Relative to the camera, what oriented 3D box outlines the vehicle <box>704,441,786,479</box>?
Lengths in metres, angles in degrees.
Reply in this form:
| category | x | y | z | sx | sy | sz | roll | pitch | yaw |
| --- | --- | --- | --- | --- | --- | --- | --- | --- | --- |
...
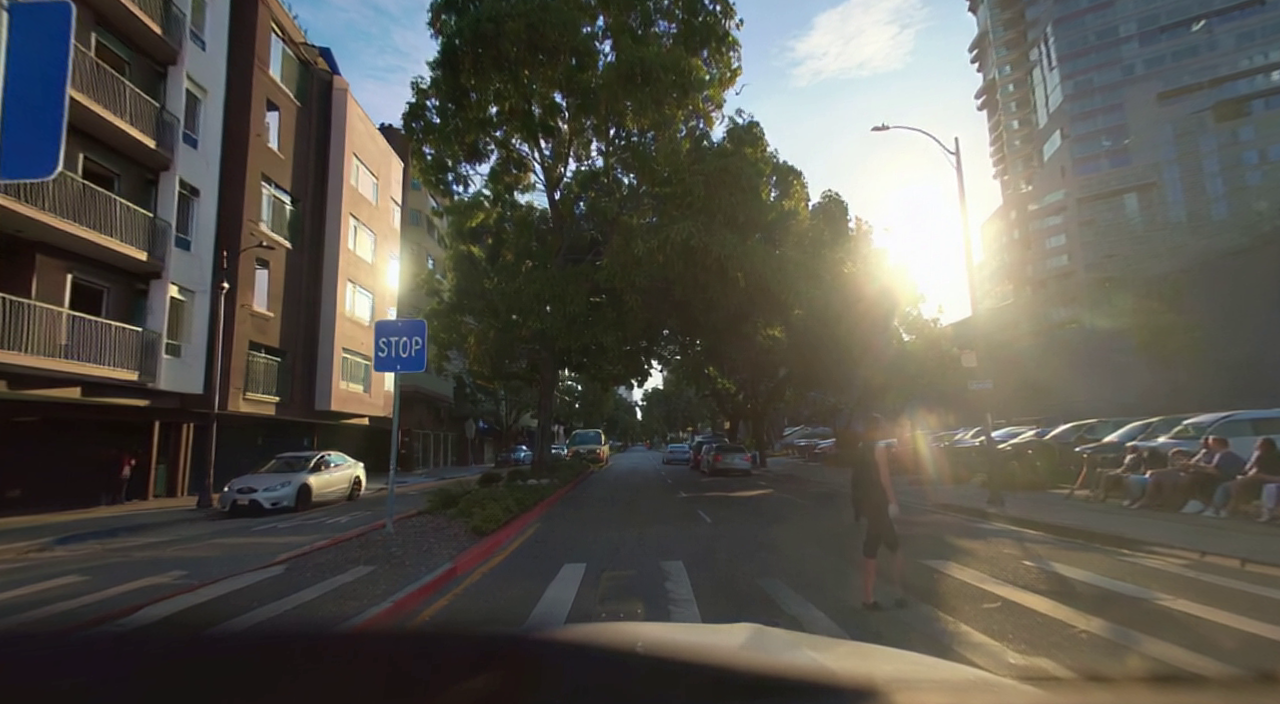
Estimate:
| category | x | y | z | sx | sy | sz | roll | pitch | yaw |
| --- | --- | --- | --- | --- | --- | --- | --- | --- | --- |
| vehicle | 4.585 | 4.581 | 27.096 | 1.858 | 1.491 | 4.329 | -5 | -10 | 33 |

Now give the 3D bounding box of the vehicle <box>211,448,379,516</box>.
| category | x | y | z | sx | sy | sz | roll | pitch | yaw |
| --- | --- | --- | --- | --- | --- | --- | --- | --- | --- |
| vehicle | -8.797 | 3.310 | 16.635 | 2.007 | 1.503 | 4.343 | 0 | -8 | -1 |

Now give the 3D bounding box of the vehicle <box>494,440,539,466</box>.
| category | x | y | z | sx | sy | sz | roll | pitch | yaw |
| --- | --- | --- | --- | --- | --- | --- | --- | --- | --- |
| vehicle | -8.866 | 7.275 | 45.708 | 2.256 | 1.802 | 4.333 | 0 | -8 | 2 |

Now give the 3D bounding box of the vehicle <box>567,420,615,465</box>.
| category | x | y | z | sx | sy | sz | roll | pitch | yaw |
| --- | --- | --- | --- | --- | --- | --- | --- | --- | --- |
| vehicle | -2.997 | 5.778 | 40.222 | 2.317 | 2.596 | 6.053 | 0 | -8 | 3 |
